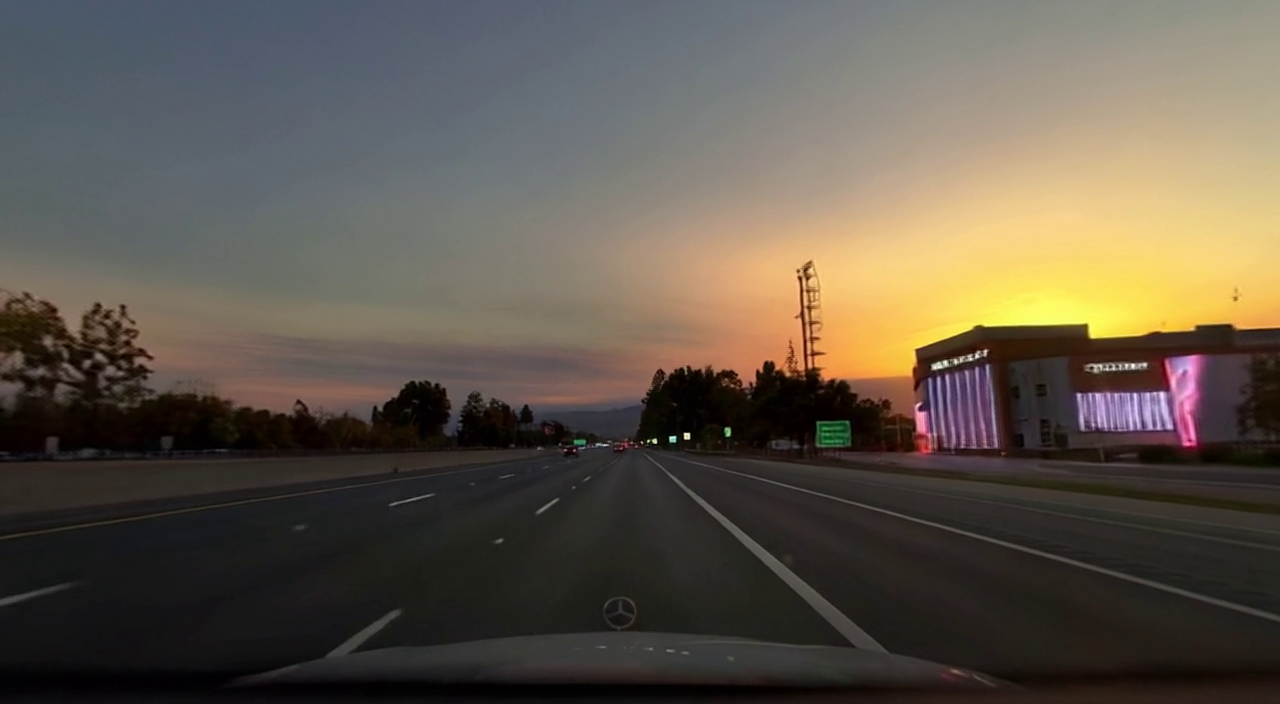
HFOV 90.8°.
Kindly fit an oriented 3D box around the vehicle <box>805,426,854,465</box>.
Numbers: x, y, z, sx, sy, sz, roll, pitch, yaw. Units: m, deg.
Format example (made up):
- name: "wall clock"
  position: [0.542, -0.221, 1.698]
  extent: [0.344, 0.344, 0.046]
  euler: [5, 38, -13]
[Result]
- name: "vehicle"
  position: [14.575, 7.190, 48.631]
  extent: [2.312, 2.875, 2.697]
  euler: [3, -10, -20]
